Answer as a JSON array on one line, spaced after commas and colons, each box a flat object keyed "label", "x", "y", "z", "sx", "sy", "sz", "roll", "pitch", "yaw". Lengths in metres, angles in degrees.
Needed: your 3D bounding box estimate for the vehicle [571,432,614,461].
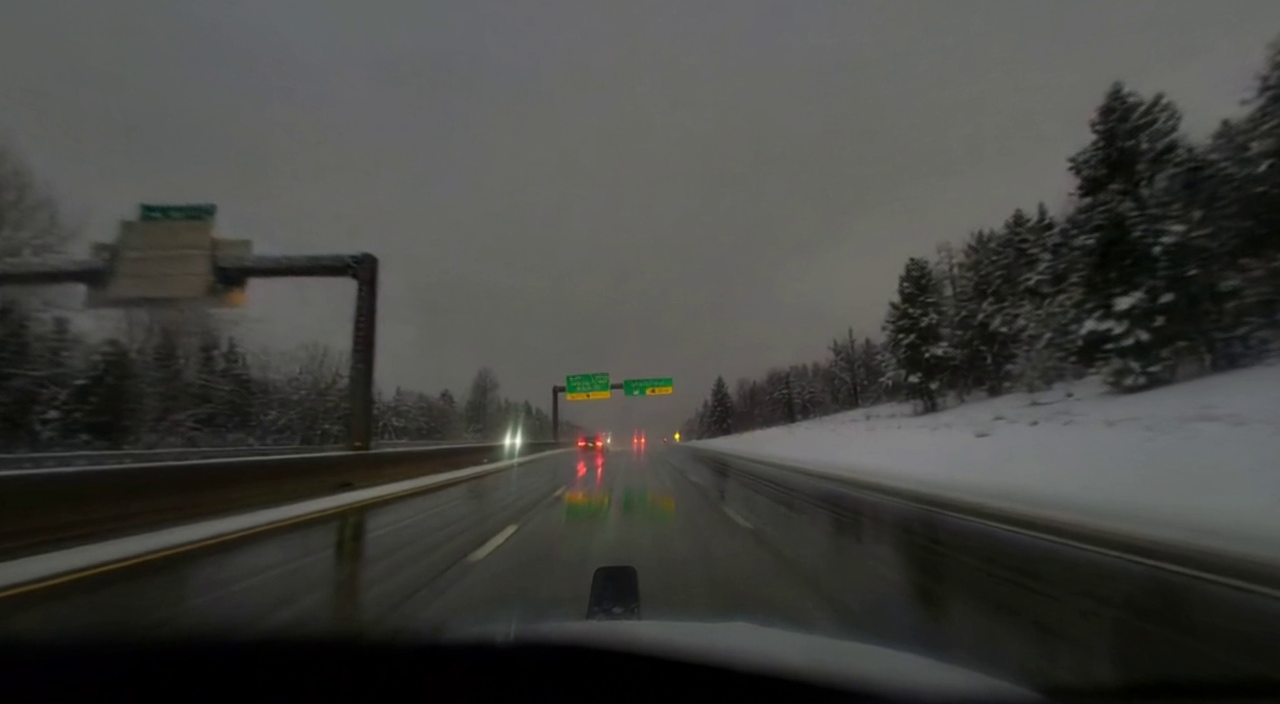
[{"label": "vehicle", "x": -2.791, "y": 5.663, "z": 37.991, "sx": 2.148, "sy": 1.603, "sz": 4.513, "roll": 0, "pitch": -8, "yaw": 1}]
